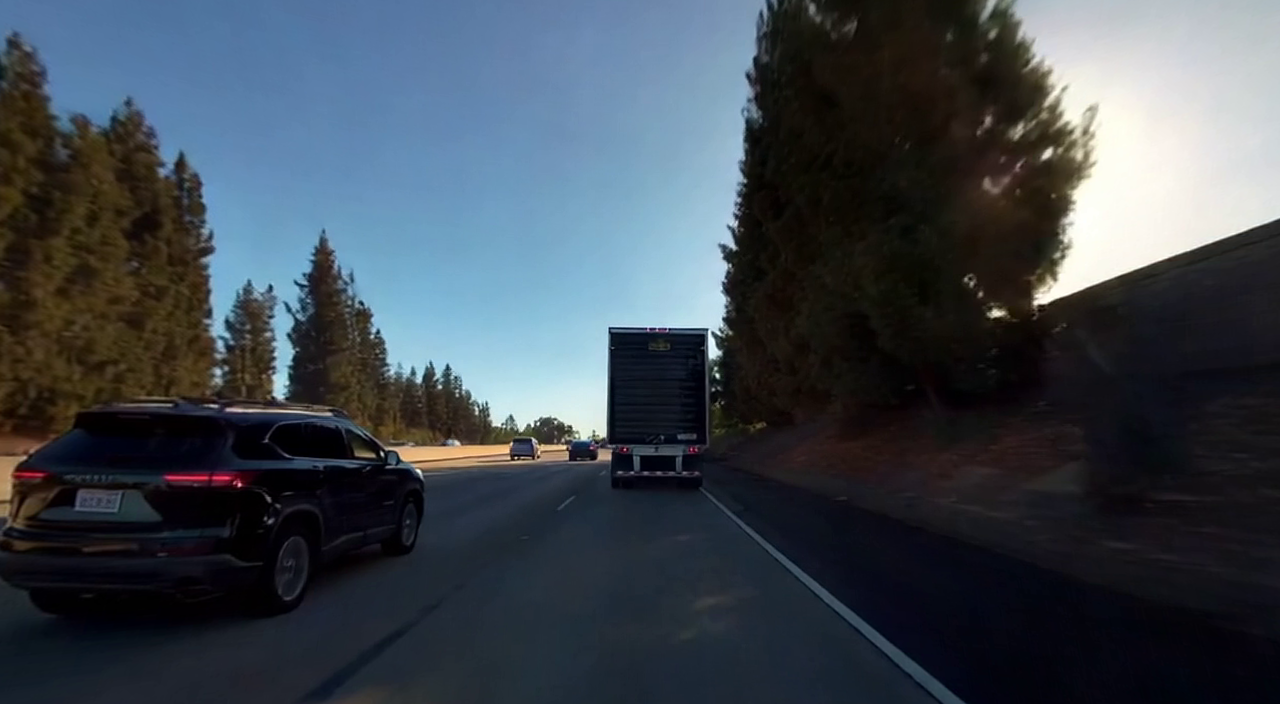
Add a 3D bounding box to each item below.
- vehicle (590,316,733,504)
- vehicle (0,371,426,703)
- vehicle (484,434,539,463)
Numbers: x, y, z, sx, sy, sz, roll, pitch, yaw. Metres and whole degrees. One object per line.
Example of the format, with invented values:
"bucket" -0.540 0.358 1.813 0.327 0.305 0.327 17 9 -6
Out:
"vehicle" 0.480 1.927 18.156 2.870 3.841 10.653 0 -8 1
"vehicle" -3.636 1.244 5.341 2.077 1.671 4.249 0 -8 1
"vehicle" -6.781 5.169 33.772 1.882 1.451 4.416 0 -8 1
